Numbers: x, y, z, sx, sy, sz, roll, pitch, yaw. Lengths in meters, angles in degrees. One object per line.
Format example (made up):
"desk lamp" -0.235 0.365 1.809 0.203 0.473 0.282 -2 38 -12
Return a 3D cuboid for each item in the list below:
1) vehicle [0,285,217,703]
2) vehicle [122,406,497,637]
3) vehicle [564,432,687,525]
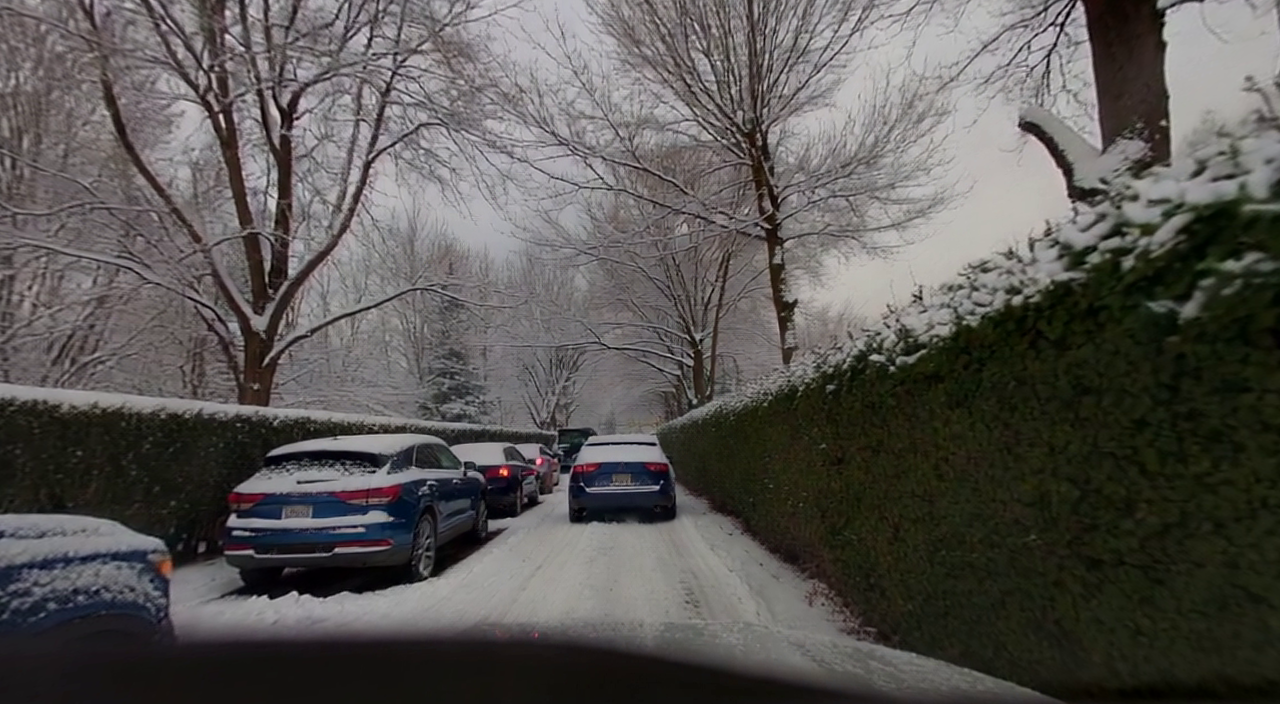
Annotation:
"vehicle" -3.276 0.591 0.627 2.205 1.913 5.327 -5 -8 -2
"vehicle" -3.393 1.772 7.647 2.256 1.728 4.421 -6 -8 -2
"vehicle" -0.285 2.528 13.008 2.154 1.581 4.007 0 -9 -1
